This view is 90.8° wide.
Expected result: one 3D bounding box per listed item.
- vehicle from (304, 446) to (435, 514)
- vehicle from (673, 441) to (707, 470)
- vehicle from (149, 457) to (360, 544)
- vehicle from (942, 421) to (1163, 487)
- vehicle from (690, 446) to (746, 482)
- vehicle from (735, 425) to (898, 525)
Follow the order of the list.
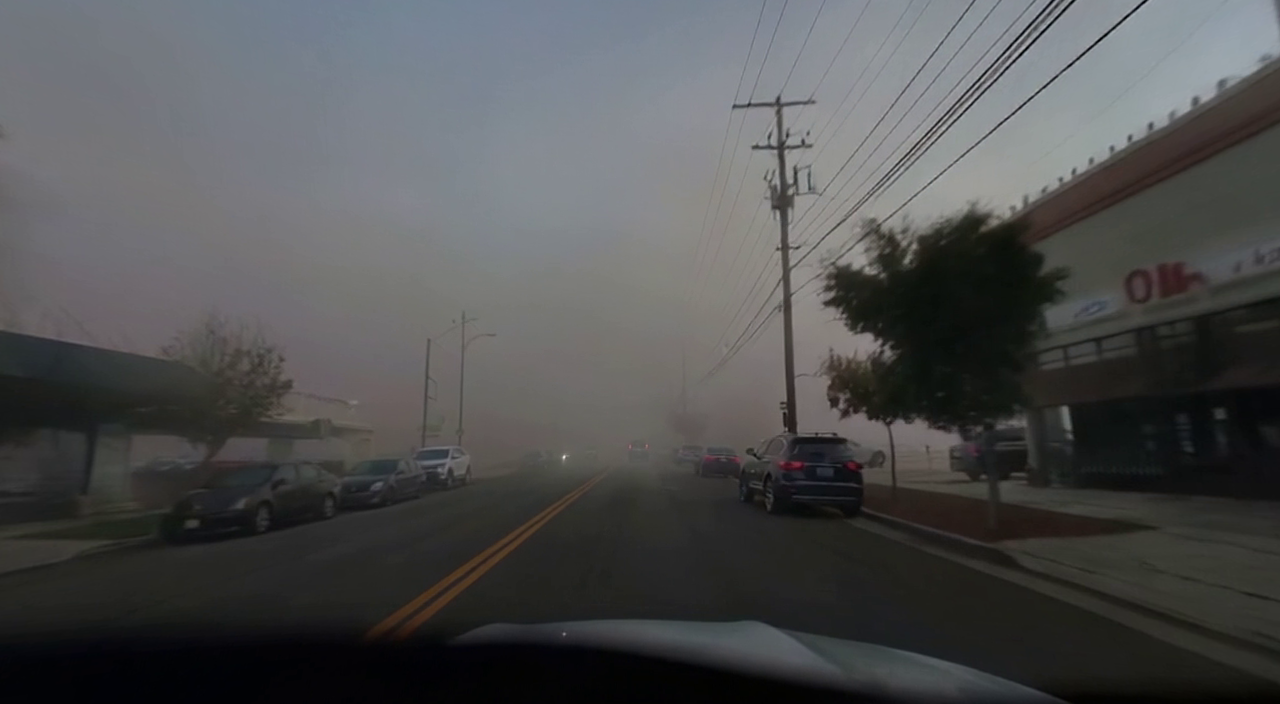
[{"bbox_3d":[-8.500,4.006,20.422,2.045,1.820,4.858,0,-7,0],"label":"vehicle"},{"bbox_3d":[3.336,7.098,43.276,2.025,1.843,4.883,-1,-10,1],"label":"vehicle"},{"bbox_3d":[-8.648,3.321,14.862,2.022,1.501,4.860,0,-7,-1],"label":"vehicle"},{"bbox_3d":[11.282,2.830,17.586,4.711,1.587,1.909,-2,-8,3],"label":"vehicle"},{"bbox_3d":[3.464,5.039,28.739,1.866,1.439,4.482,0,-9,-1],"label":"vehicle"},{"bbox_3d":[3.520,2.566,13.730,2.088,1.765,4.704,0,-9,-1],"label":"vehicle"}]
